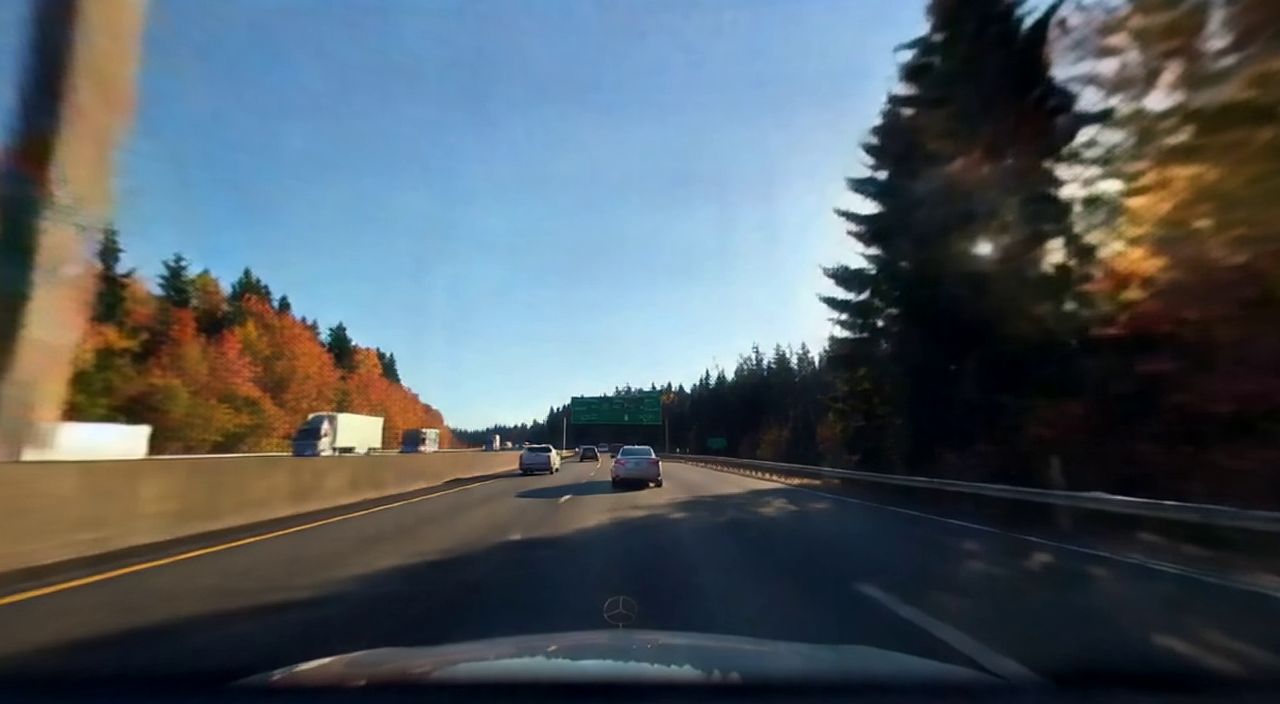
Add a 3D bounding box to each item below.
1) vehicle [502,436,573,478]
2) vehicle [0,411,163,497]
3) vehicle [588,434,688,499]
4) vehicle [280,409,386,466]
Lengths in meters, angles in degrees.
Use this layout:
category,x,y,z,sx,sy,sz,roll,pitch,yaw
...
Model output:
category,x,y,z,sx,sy,sz,roll,pitch,yaw
vehicle,-4.457,4.671,27.992,2.545,1.679,4.267,0,-9,-1
vehicle,-15.796,2.692,16.613,2.107,1.969,5.204,0,-9,0
vehicle,-0.092,3.355,18.692,2.634,1.679,4.070,0,-9,-1
vehicle,-22.626,6.525,47.059,3.243,3.800,9.564,0,-9,-1
